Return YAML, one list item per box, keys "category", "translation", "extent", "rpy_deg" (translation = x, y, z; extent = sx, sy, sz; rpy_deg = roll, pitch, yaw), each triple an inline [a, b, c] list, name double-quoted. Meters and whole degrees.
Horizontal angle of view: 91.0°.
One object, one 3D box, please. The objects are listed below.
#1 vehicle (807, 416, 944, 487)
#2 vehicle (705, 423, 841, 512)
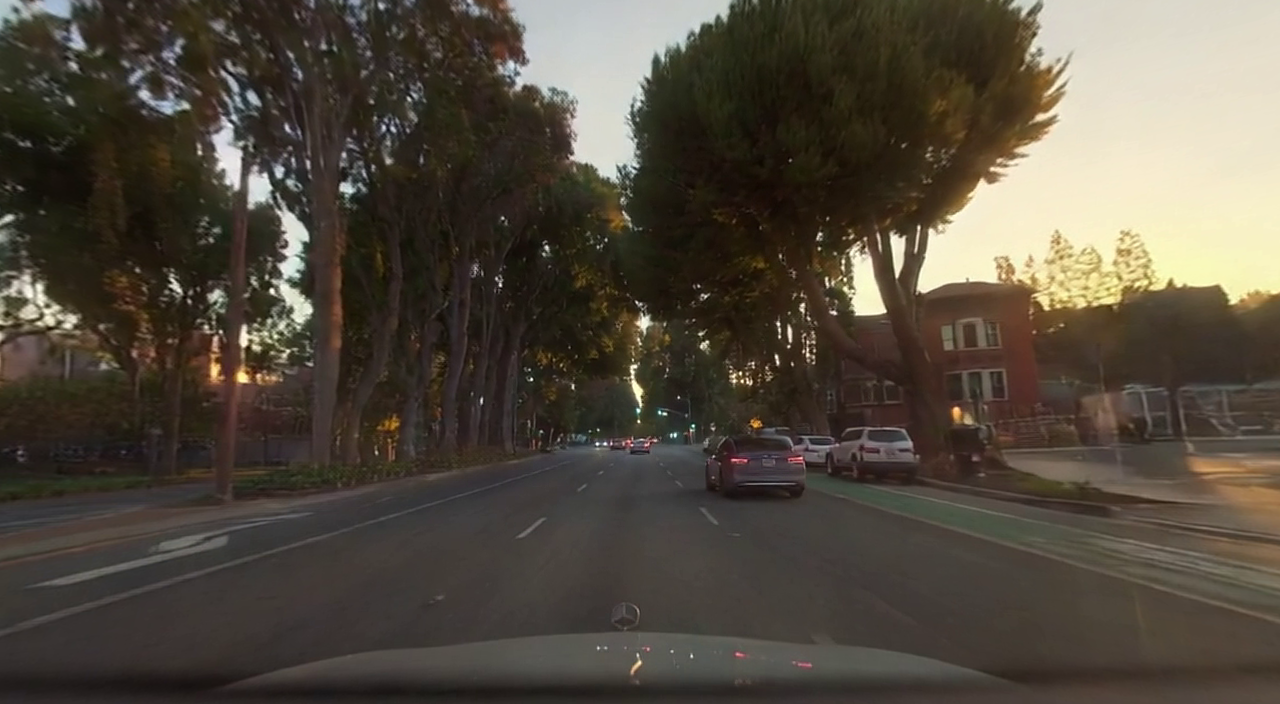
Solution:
- category: "vehicle"
  translation: [7.488, 3.265, 20.904]
  extent: [2.259, 1.990, 5.752]
  rpy_deg: [0, -8, -1]
- category: "vehicle"
  translation: [2.725, 2.467, 13.924]
  extent: [2.022, 1.656, 4.025]
  rpy_deg: [0, -8, -2]
